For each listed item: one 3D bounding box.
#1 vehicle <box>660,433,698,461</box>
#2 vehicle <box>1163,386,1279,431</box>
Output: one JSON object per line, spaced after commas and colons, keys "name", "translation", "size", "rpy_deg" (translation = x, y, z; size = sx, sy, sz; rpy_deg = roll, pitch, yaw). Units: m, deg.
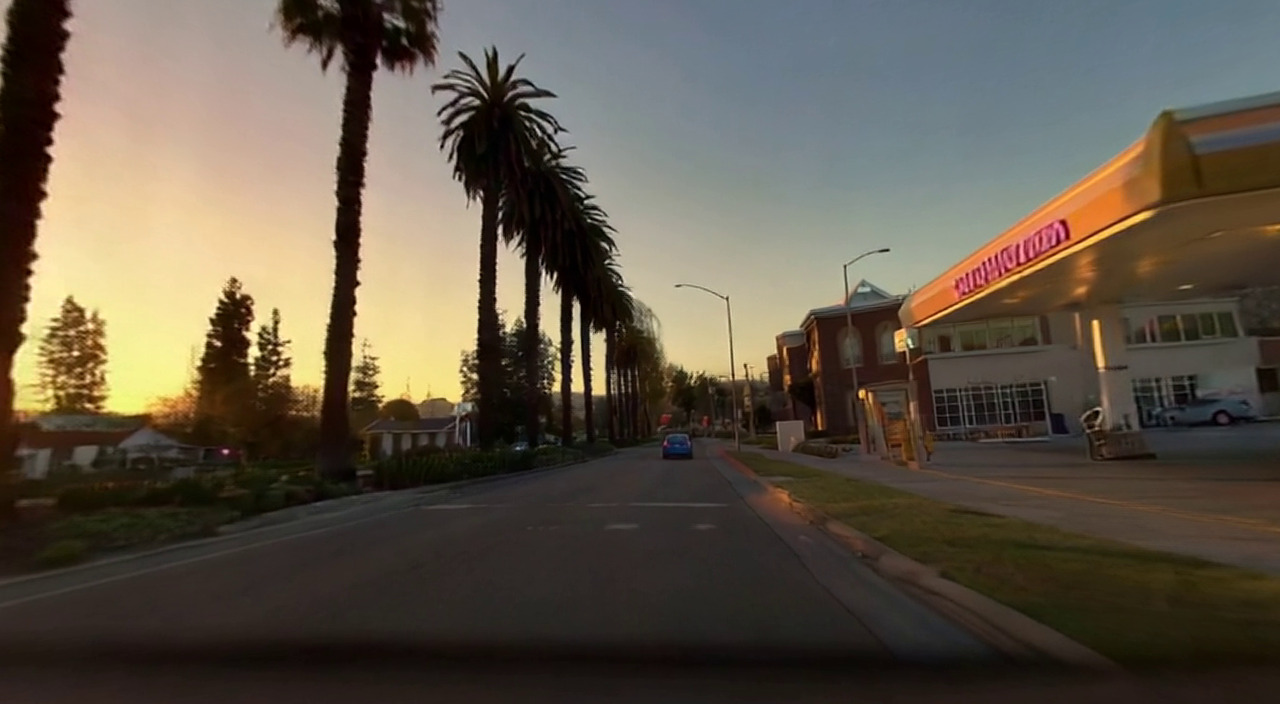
{"name": "vehicle", "translation": [2.323, 5.513, 36.516], "size": [2.050, 1.509, 4.148], "rpy_deg": [-1, -8, 5]}
{"name": "vehicle", "translation": [26.194, 2.460, 27.523], "size": [4.513, 1.657, 2.002], "rpy_deg": [-5, -9, 10]}
